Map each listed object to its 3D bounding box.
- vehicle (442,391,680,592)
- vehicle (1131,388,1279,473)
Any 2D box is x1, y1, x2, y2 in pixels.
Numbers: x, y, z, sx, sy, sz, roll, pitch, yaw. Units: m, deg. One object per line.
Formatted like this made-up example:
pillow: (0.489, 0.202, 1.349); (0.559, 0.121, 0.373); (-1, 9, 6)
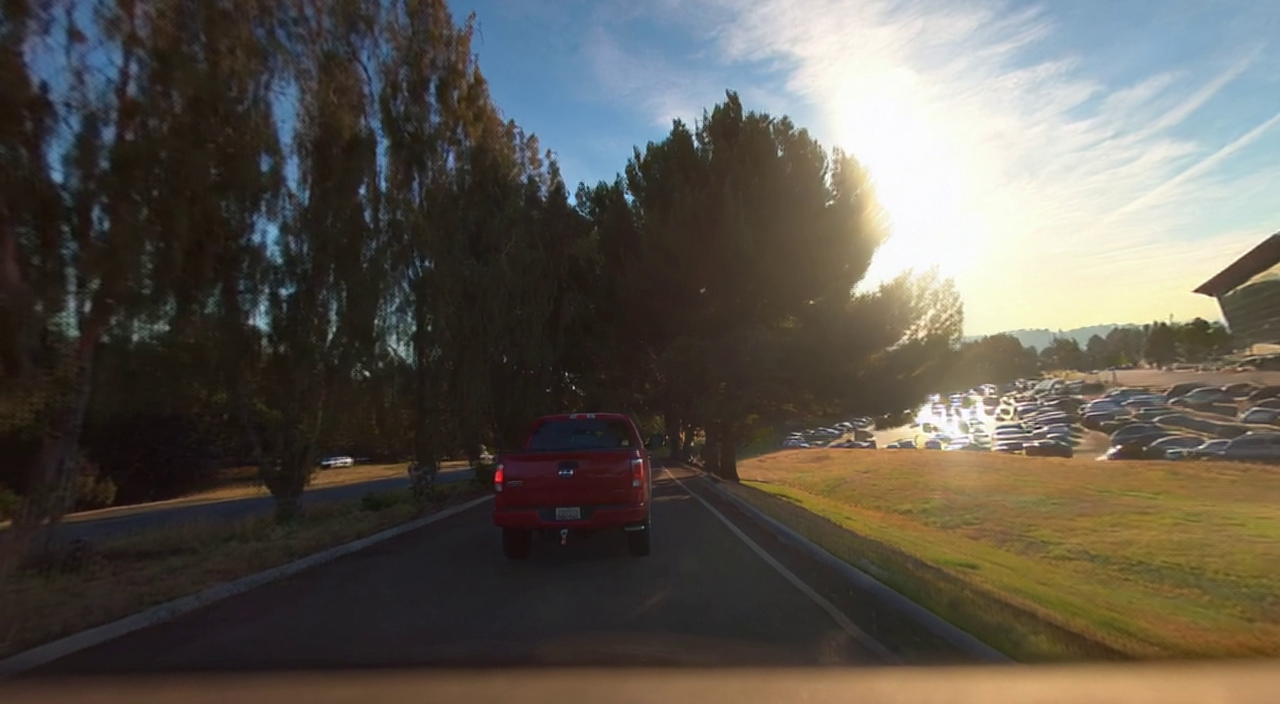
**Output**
vehicle: (-0.652, 1.636, 8.348); (2.157, 1.816, 5.039); (0, -8, 2)
vehicle: (11.876, 1.410, 11.402); (4.298, 1.392, 1.944); (-1, -8, 2)
